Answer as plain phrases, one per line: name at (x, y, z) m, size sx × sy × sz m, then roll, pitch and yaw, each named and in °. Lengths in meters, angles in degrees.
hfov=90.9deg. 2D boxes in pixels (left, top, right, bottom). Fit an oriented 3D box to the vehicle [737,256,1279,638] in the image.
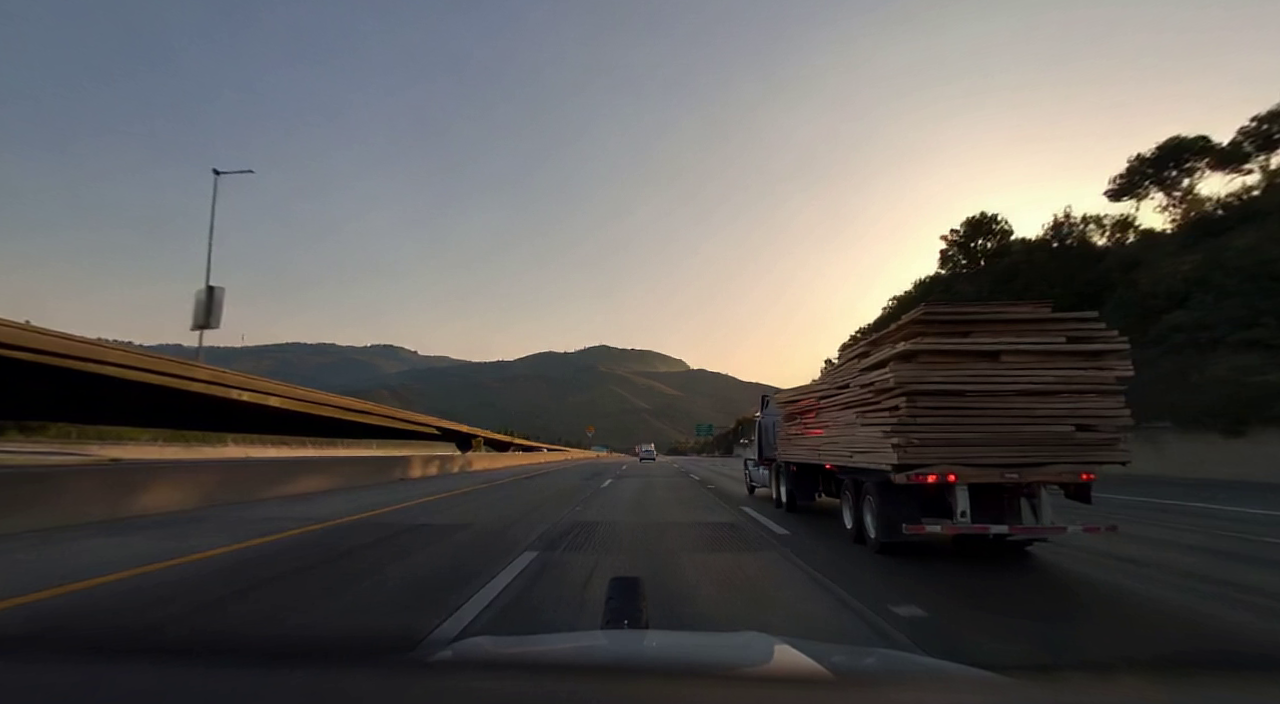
vehicle at (4.068, 1.515, 10.421) m, size 3.326 × 3.089 × 10.642 m, roll 0°, pitch -9°, yaw 1°
